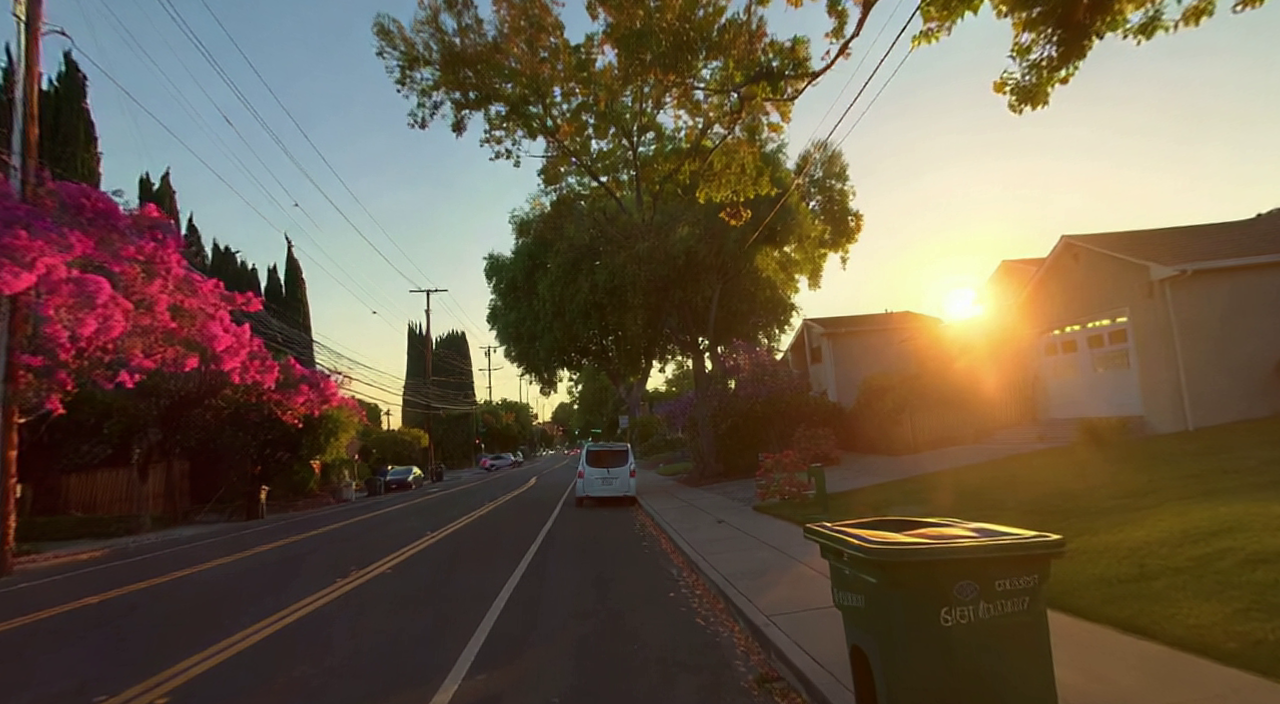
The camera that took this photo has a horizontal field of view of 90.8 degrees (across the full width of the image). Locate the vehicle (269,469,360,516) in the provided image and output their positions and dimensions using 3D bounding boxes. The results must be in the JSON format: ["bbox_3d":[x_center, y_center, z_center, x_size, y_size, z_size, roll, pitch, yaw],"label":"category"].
[{"bbox_3d":[-13.762,5.920,26.980,1.982,1.660,4.142,1,-8,-6],"label":"vehicle"}]

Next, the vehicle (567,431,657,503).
[{"bbox_3d":[-0.824,3.081,17.386,2.190,1.708,4.115,0,-8,-4],"label":"vehicle"}]

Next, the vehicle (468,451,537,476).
[{"bbox_3d":[-10.489,8.494,48.275,4.723,1.679,2.218,-5,-10,19],"label":"vehicle"}]
